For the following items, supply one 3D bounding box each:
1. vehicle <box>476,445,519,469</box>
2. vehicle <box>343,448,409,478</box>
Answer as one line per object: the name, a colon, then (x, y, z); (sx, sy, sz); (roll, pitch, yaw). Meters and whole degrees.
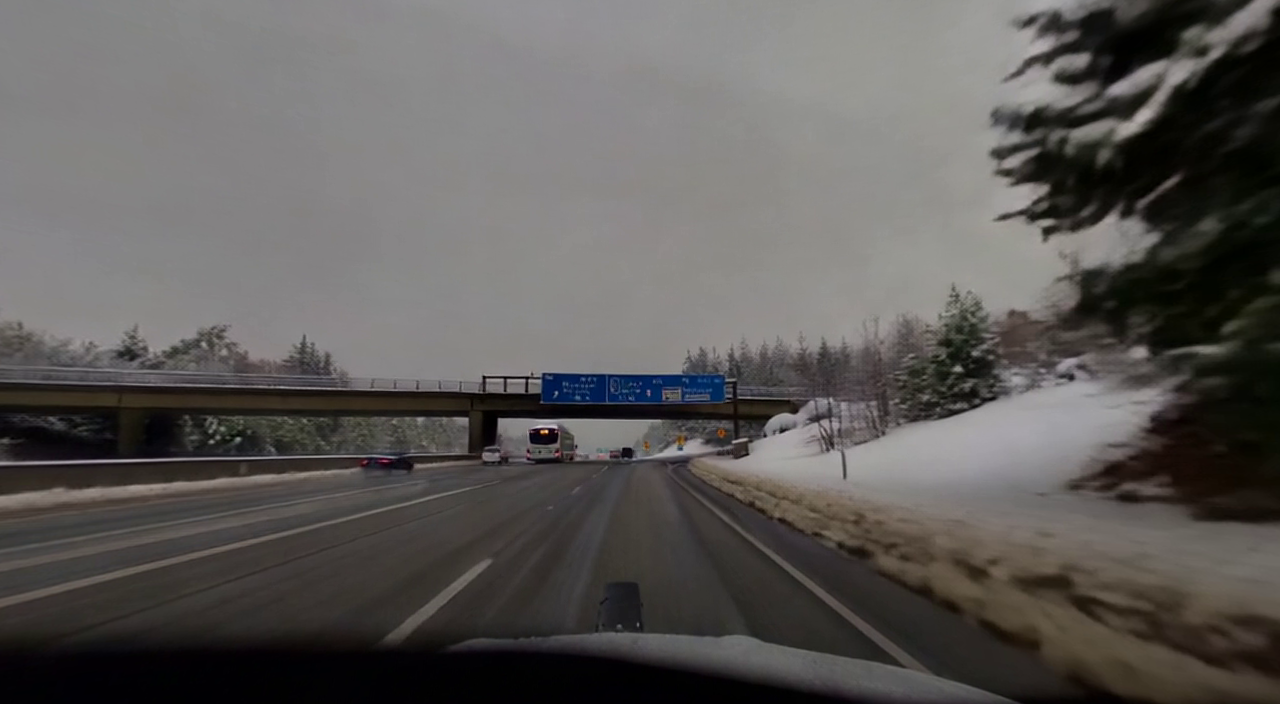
vehicle: (-9.998, 7.382, 44.563); (1.979, 1.600, 4.516); (0, -9, 1)
vehicle: (-14.146, 5.928, 34.030); (1.878, 1.470, 3.825); (0, -9, 0)
